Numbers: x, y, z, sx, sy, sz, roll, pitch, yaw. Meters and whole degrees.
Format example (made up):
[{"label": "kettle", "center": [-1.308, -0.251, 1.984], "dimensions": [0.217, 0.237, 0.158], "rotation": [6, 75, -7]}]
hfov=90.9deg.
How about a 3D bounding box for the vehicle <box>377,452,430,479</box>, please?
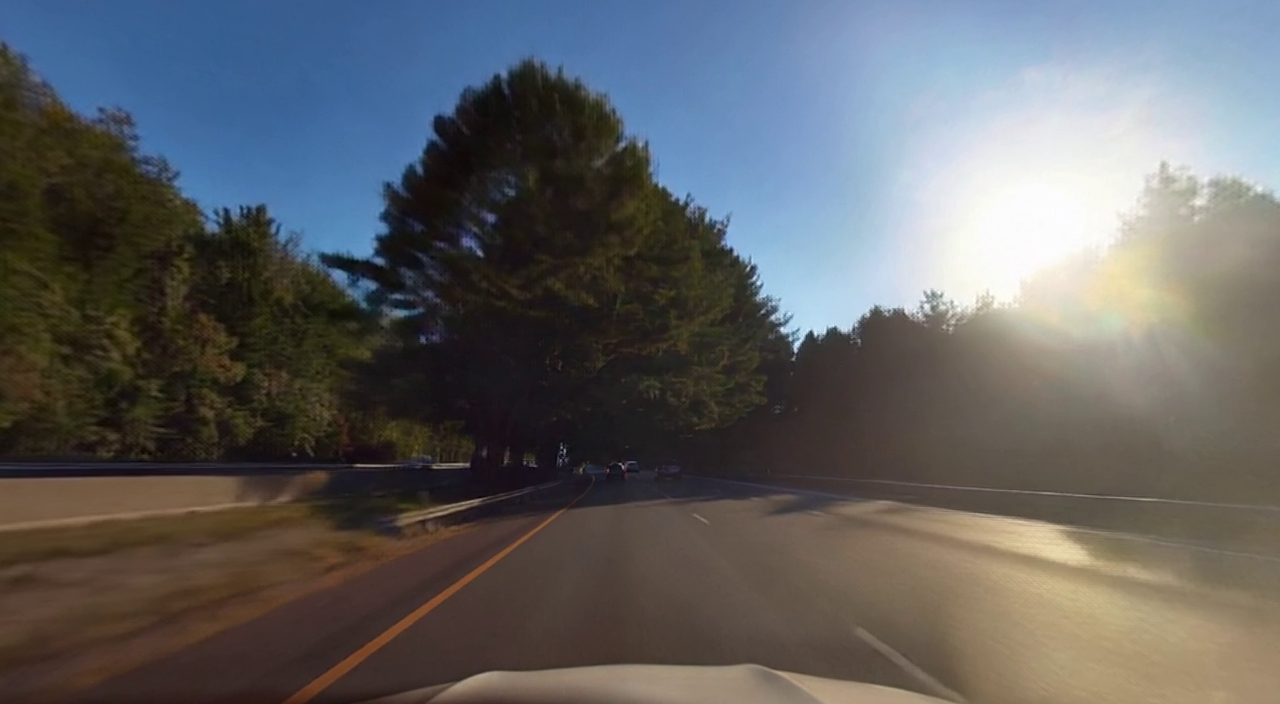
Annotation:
[{"label": "vehicle", "center": [-15.049, 7.270, 40.296], "dimensions": [1.986, 1.548, 3.812], "rotation": [1, -11, -2]}]
